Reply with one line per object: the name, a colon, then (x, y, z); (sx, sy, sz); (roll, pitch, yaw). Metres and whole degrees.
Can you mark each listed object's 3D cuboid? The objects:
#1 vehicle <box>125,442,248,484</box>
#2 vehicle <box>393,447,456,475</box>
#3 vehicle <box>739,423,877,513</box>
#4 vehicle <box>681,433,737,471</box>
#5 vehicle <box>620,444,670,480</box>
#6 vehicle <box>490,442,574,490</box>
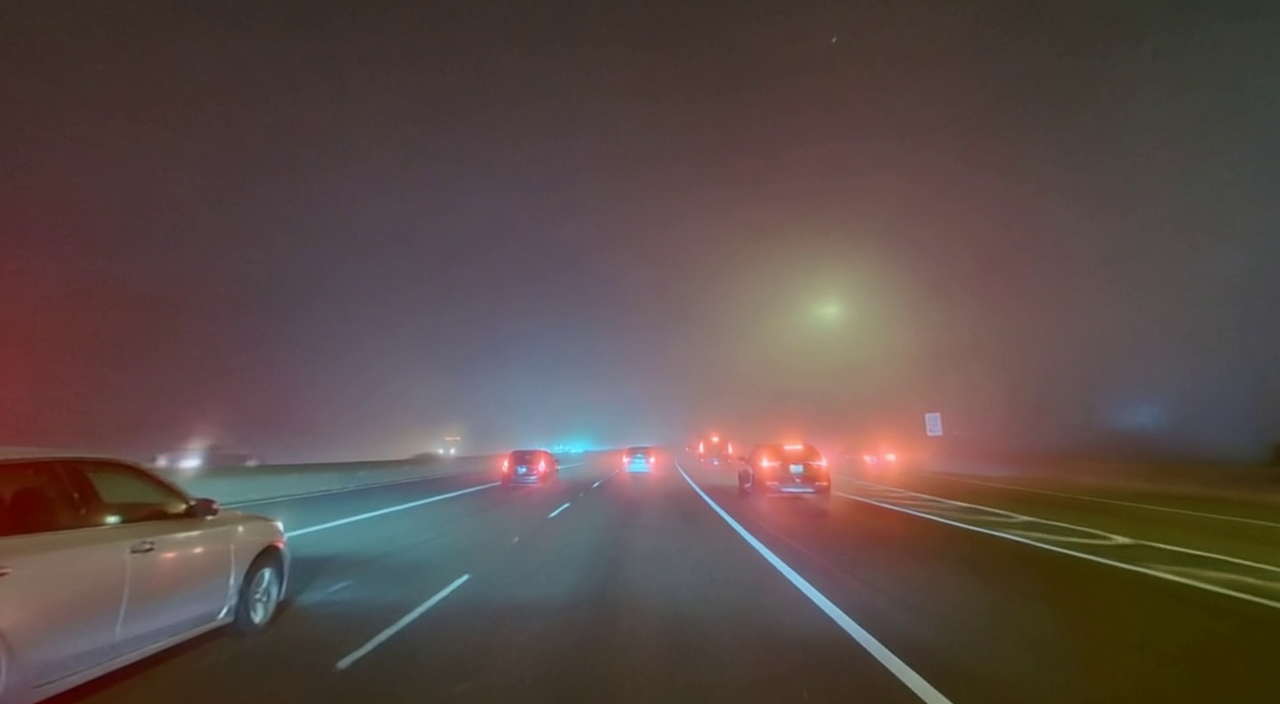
vehicle: (-19.845, 4.861, 27.873); (2.033, 1.684, 4.440); (0, -9, 1)
vehicle: (-12.067, 6.114, 35.519); (1.908, 1.506, 4.253); (0, -9, 2)
vehicle: (3.652, 2.623, 14.602); (2.045, 1.768, 4.249); (0, -9, 0)
vehicle: (4.133, 6.224, 39.136); (2.802, 2.151, 6.579); (0, -9, 1)
vehicle: (0.244, 4.890, 28.280); (2.071, 1.478, 4.130); (0, -9, 1)
vehicle: (-3.647, 3.957, 22.158); (1.996, 1.488, 4.451); (0, -9, 2)
